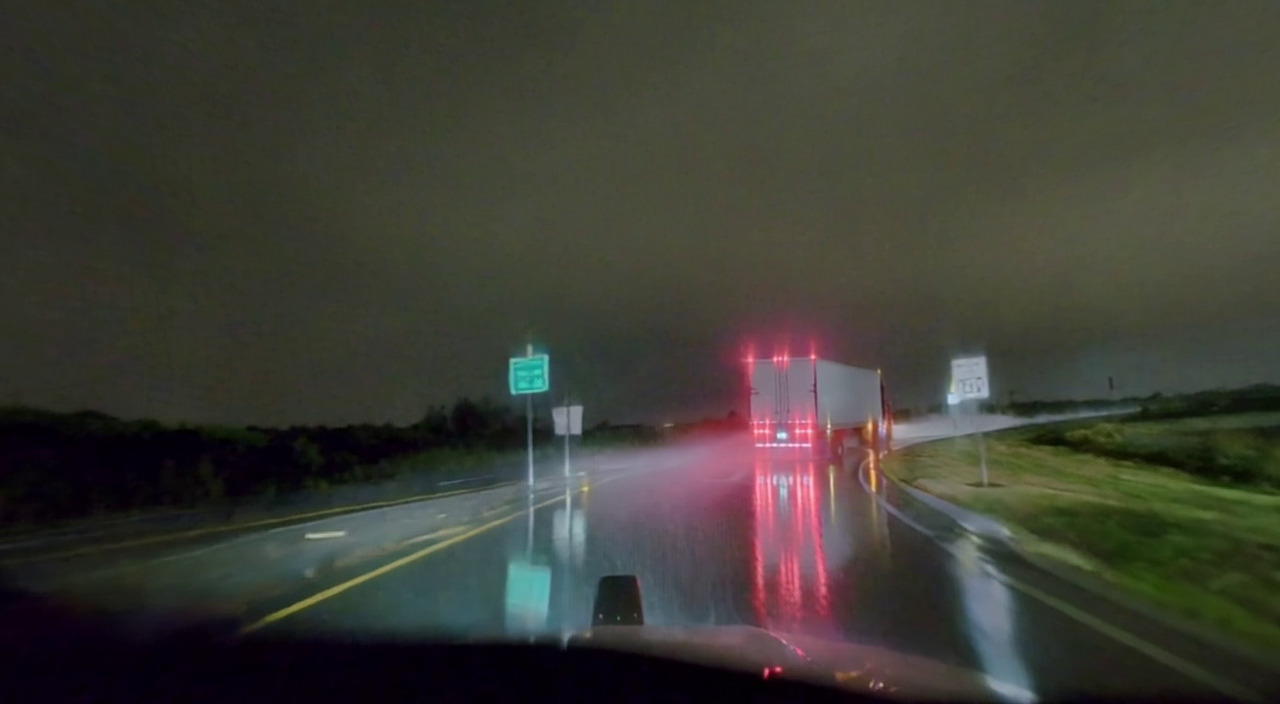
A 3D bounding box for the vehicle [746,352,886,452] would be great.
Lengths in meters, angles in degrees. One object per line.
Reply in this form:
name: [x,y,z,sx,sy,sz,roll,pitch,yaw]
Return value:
vehicle: [8.313,2.534,28.335,2.837,3.712,10.484,-5,-9,33]
